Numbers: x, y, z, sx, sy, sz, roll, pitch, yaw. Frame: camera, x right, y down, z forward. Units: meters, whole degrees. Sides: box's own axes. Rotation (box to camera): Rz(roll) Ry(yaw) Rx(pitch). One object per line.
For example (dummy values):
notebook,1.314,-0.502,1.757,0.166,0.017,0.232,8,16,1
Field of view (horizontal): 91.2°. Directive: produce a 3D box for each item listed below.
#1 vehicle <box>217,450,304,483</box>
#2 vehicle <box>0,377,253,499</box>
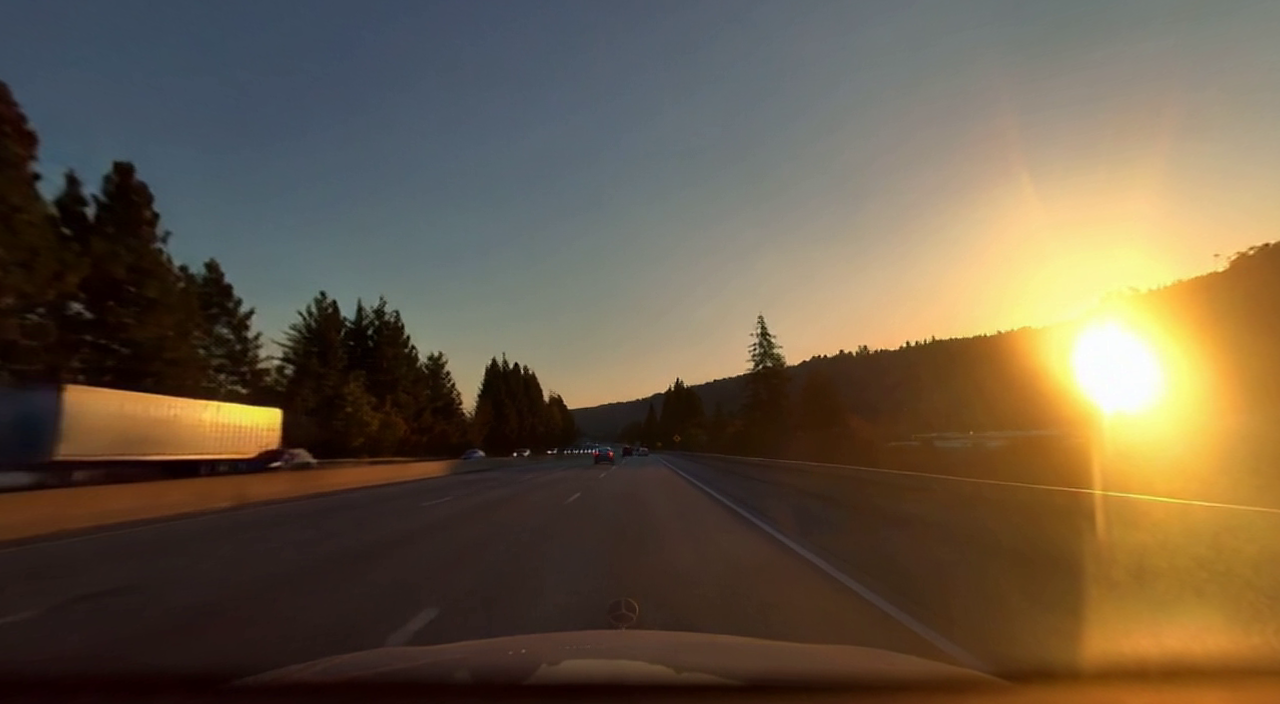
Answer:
vehicle,-19.221,5.792,31.972,1.789,1.508,4.182,0,-9,1
vehicle,-23.272,3.964,28.165,2.970,4.134,13.809,0,-9,0
